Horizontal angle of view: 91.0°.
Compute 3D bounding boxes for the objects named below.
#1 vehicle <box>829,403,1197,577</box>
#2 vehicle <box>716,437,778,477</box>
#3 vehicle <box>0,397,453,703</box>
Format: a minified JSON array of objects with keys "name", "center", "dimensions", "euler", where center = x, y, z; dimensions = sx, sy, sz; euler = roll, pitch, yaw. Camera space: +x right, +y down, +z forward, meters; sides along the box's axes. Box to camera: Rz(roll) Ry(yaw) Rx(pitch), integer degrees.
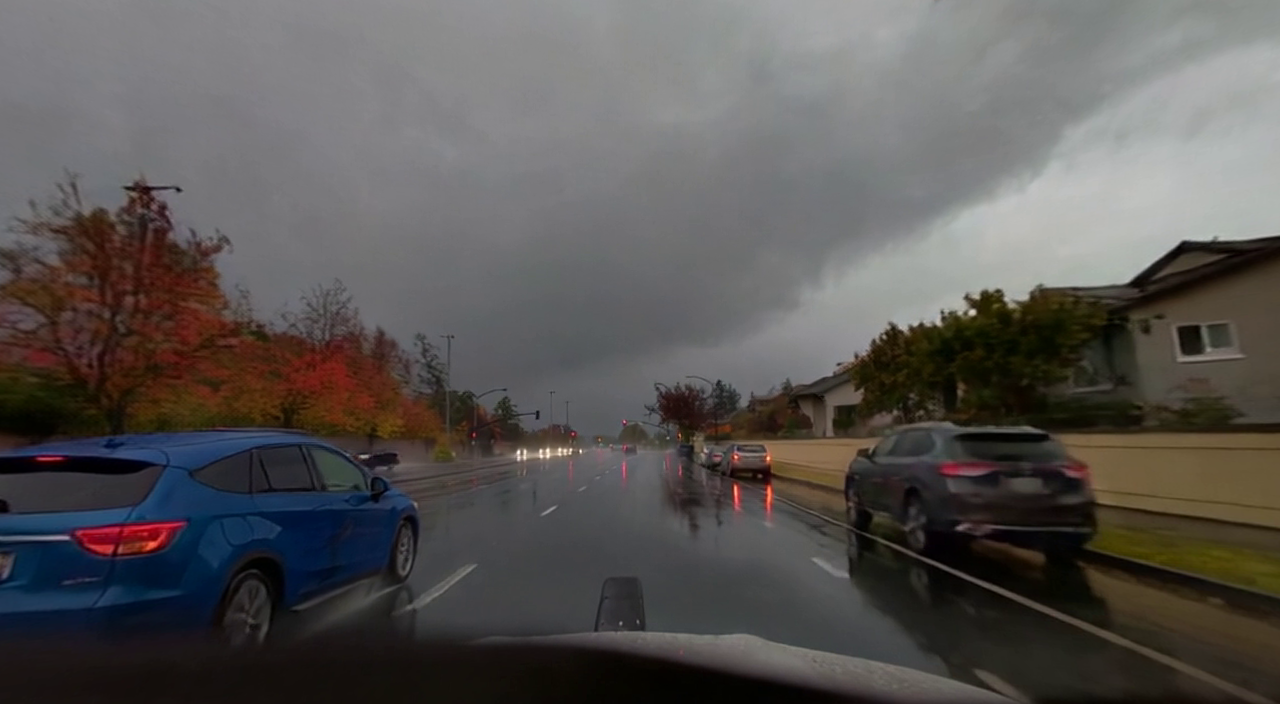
[{"name":"vehicle","center":[4.768,1.875,9.507],"dimensions":[2.164,1.793,5.671],"euler":[0,-9,1]},{"name":"vehicle","center":[4.877,4.872,29.319],"dimensions":[2.014,1.700,4.369],"euler":[1,-9,-1]},{"name":"vehicle","center":[-3.193,1.268,4.947],"dimensions":[1.982,1.478,4.465],"euler":[0,-9,1]}]
